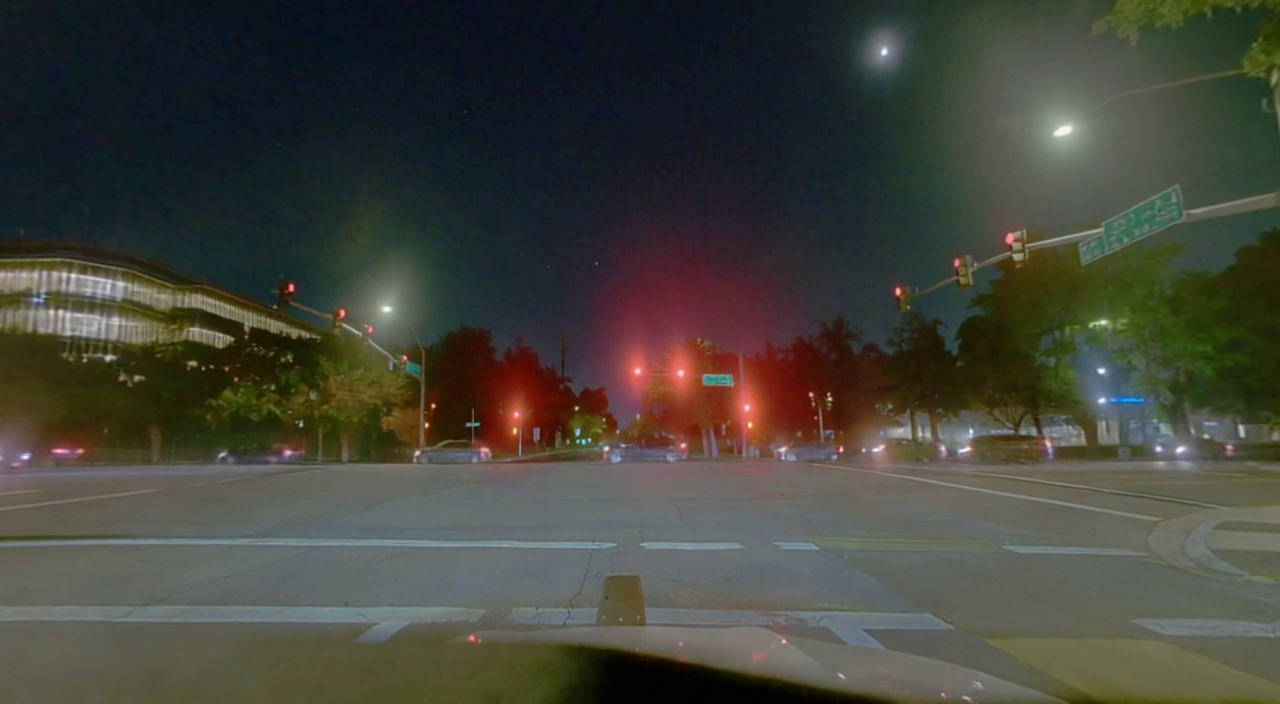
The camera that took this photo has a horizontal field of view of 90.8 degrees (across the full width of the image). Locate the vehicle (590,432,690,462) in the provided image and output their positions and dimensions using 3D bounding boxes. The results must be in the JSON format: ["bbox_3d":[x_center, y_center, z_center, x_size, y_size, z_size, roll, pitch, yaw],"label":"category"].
[{"bbox_3d":[0.039,6.037,40.149,6.133,1.833,2.155,-1,-9,2],"label":"vehicle"}]

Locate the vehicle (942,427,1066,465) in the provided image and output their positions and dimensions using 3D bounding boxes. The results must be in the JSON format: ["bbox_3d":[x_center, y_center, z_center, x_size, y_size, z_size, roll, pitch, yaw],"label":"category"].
[{"bbox_3d":[17.596,4.565,30.707,4.662,1.764,2.064,0,-9,0],"label":"vehicle"}]

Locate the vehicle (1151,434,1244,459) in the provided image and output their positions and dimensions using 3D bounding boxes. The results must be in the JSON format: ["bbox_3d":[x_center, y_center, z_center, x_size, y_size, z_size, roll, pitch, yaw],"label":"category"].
[{"bbox_3d":[35.454,6.031,40.235,4.100,1.509,1.853,0,-9,0],"label":"vehicle"}]

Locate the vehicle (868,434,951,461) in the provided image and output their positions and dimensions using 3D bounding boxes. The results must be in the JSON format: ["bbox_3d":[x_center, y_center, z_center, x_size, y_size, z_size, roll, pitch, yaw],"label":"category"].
[{"bbox_3d":[17.313,6.145,40.727,4.488,1.667,1.869,0,-9,1],"label":"vehicle"}]

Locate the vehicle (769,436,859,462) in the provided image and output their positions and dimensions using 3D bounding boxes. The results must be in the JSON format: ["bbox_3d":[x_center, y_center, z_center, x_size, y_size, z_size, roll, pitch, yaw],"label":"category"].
[{"bbox_3d":[10.185,5.690,37.140,4.724,1.452,1.870,0,-9,1],"label":"vehicle"}]

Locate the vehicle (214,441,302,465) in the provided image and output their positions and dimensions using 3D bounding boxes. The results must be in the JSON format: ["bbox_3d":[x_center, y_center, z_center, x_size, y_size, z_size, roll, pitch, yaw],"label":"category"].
[{"bbox_3d":[-24.384,6.442,40.465,4.443,1.472,1.794,0,-9,0],"label":"vehicle"}]

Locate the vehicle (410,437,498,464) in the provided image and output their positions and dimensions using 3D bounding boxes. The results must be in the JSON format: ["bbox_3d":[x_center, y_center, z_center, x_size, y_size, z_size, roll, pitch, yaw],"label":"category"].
[{"bbox_3d":[-10.773,5.737,36.830,4.519,1.476,1.767,0,-9,0],"label":"vehicle"}]
